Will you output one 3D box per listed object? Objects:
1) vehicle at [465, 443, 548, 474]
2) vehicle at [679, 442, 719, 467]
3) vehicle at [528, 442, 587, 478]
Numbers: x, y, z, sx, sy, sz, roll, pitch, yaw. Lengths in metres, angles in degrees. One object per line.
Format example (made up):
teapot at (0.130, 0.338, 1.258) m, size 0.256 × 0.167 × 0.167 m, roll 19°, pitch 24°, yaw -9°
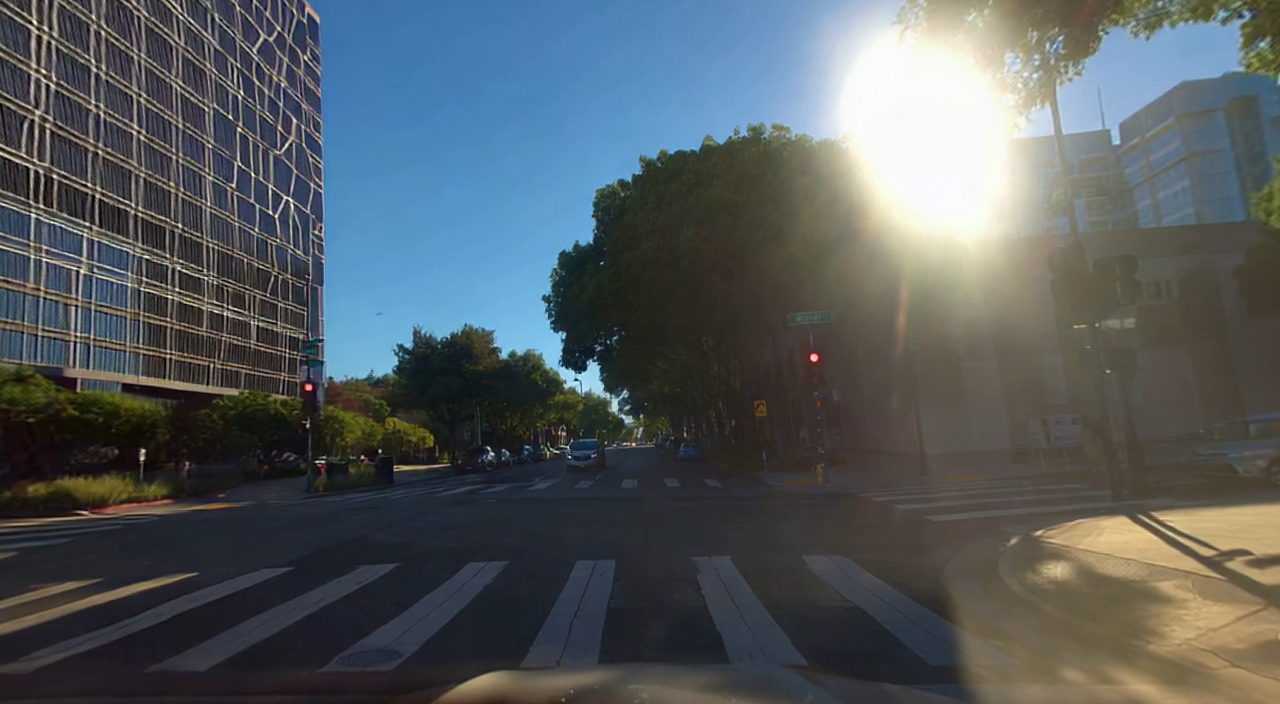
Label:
vehicle at (-8.000, 6.350, 38.022) m, size 4.526 × 1.726 × 1.963 m, roll 8°, pitch -12°, yaw -44°
vehicle at (3.566, 6.273, 38.867) m, size 1.853 × 1.426 × 4.160 m, roll 1°, pitch -8°, yaw -3°
vehicle at (-3.648, 4.841, 28.655) m, size 1.989 × 1.481 × 4.500 m, roll 0°, pitch -8°, yaw 1°
